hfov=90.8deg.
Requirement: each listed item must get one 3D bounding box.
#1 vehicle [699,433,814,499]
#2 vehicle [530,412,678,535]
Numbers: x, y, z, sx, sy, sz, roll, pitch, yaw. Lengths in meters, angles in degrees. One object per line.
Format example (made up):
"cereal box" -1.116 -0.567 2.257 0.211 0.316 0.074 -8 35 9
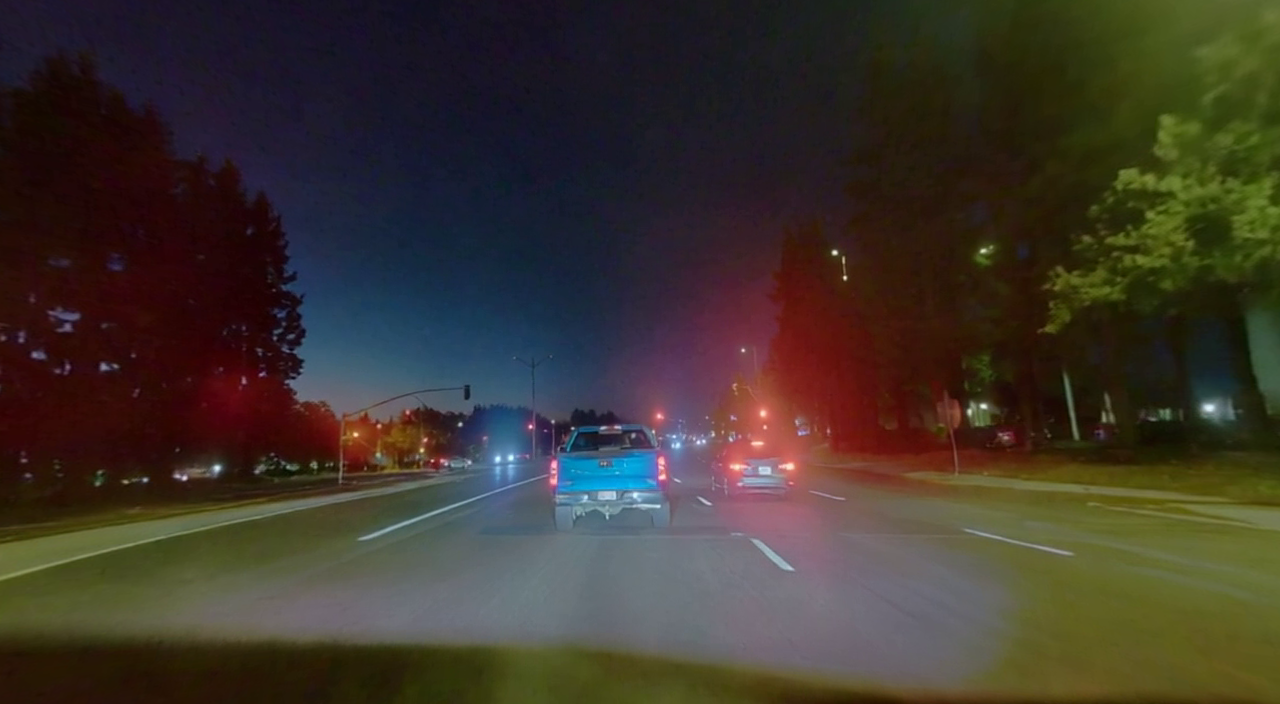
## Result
"vehicle" 2.866 2.930 16.659 2.073 1.484 4.437 0 -8 -1
"vehicle" -0.531 2.112 11.608 2.145 1.762 4.731 0 -8 0
